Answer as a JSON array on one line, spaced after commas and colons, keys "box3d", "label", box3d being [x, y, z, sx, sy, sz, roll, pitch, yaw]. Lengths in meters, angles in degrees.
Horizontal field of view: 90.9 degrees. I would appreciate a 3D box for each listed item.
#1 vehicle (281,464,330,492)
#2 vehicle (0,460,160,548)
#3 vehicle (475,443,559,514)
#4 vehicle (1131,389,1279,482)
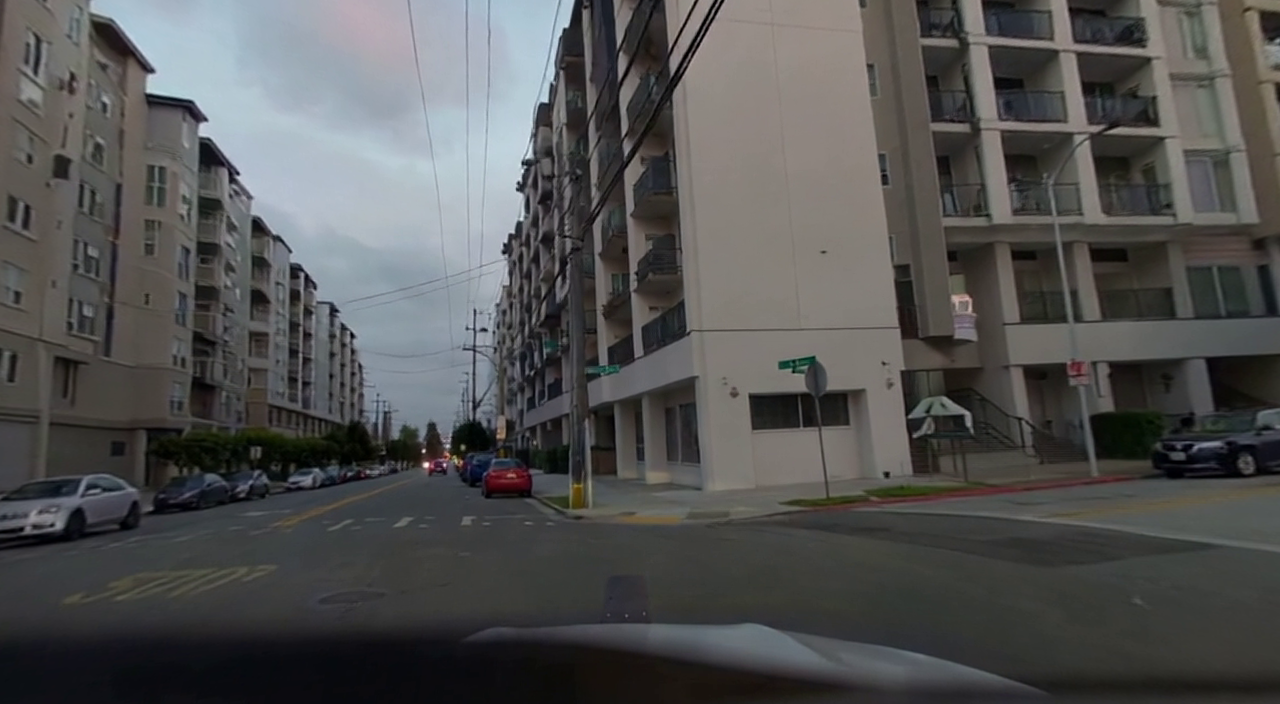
[{"box3d": [-22.314, 8.392, 42.192, 2.032, 1.641, 4.162, 2, -9, -17], "label": "vehicle"}, {"box3d": [-14.972, 3.861, 16.636, 2.140, 1.874, 4.475, 2, -9, -17], "label": "vehicle"}, {"box3d": [-3.894, 3.774, 19.293, 2.164, 1.721, 4.416, -2, -8, -15], "label": "vehicle"}, {"box3d": [15.750, 2.064, 16.482, 4.259, 2.102, 2.376, -1, -5, -17], "label": "vehicle"}]
